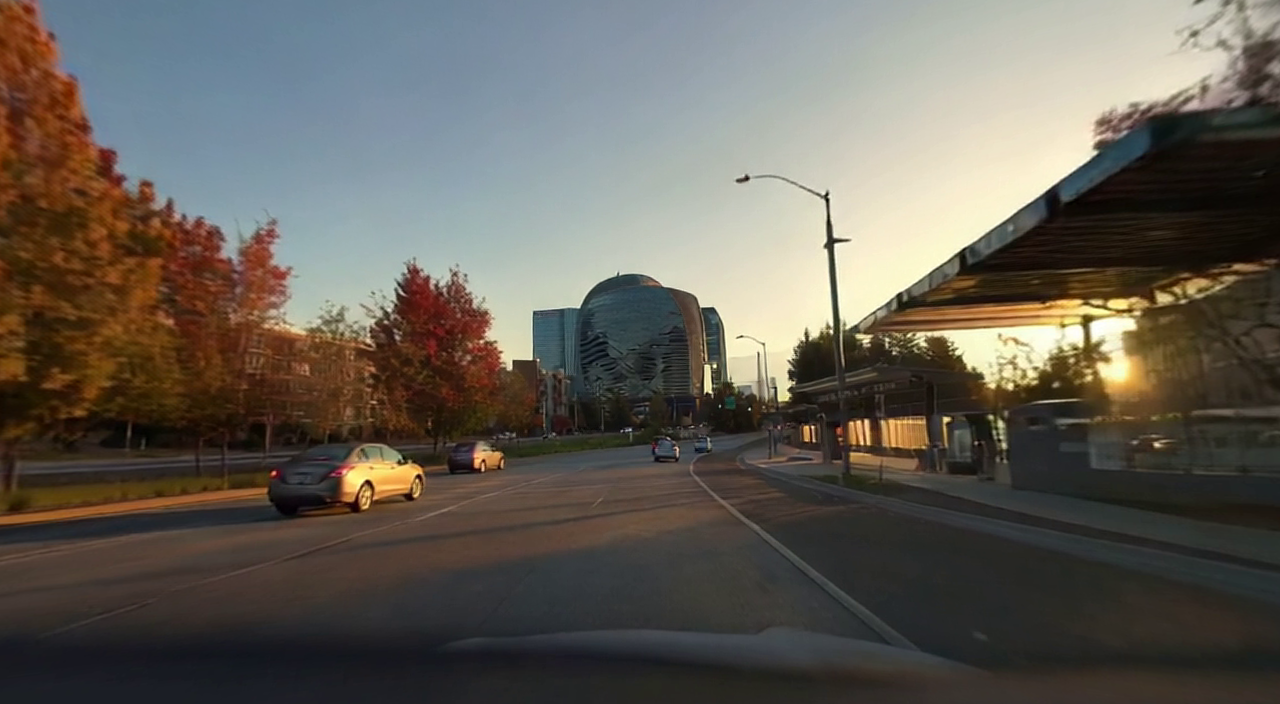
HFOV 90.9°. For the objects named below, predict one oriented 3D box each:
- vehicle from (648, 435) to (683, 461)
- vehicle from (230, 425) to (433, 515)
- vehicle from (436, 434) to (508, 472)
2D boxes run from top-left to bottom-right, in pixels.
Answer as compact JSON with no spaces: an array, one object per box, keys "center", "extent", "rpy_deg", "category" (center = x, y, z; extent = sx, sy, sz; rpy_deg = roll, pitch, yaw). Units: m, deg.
[{"center":[1.971,7.210,47.373],"extent":[2.345,1.803,4.261],"rpy_deg":[-1,-8,6],"category":"vehicle"},{"center":[-6.768,2.614,14.579],"extent":[2.181,1.728,4.515],"rpy_deg":[0,-8,3],"category":"vehicle"},{"center":[-8.425,5.122,32.182],"extent":[2.097,1.782,4.682],"rpy_deg":[-1,-8,4],"category":"vehicle"}]
